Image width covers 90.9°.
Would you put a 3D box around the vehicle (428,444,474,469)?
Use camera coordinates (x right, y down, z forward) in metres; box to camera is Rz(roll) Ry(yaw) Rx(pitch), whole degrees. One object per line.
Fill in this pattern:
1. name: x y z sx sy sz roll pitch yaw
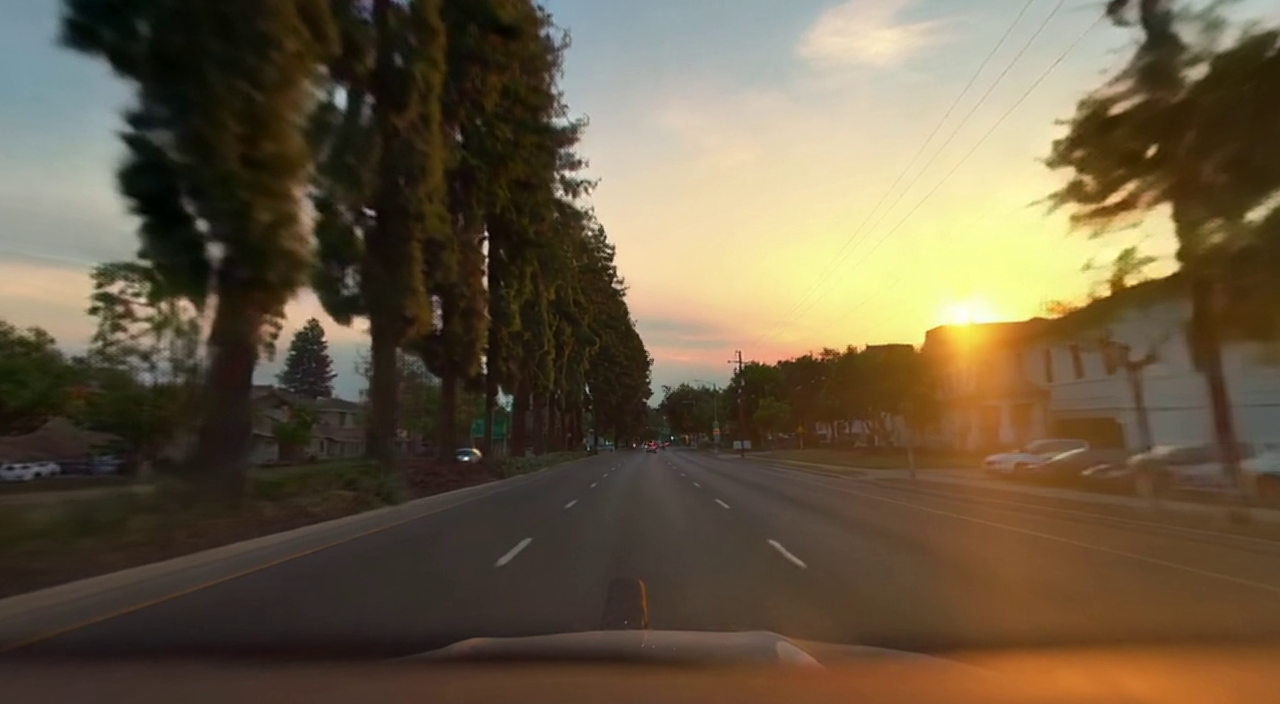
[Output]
1. vehicle: -13.948 7.708 46.813 2.072 1.712 4.467 0 -8 -1

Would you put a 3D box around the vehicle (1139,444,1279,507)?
1. vehicle: 15.182 2.950 15.340 4.246 1.399 2.134 0 -8 -1
